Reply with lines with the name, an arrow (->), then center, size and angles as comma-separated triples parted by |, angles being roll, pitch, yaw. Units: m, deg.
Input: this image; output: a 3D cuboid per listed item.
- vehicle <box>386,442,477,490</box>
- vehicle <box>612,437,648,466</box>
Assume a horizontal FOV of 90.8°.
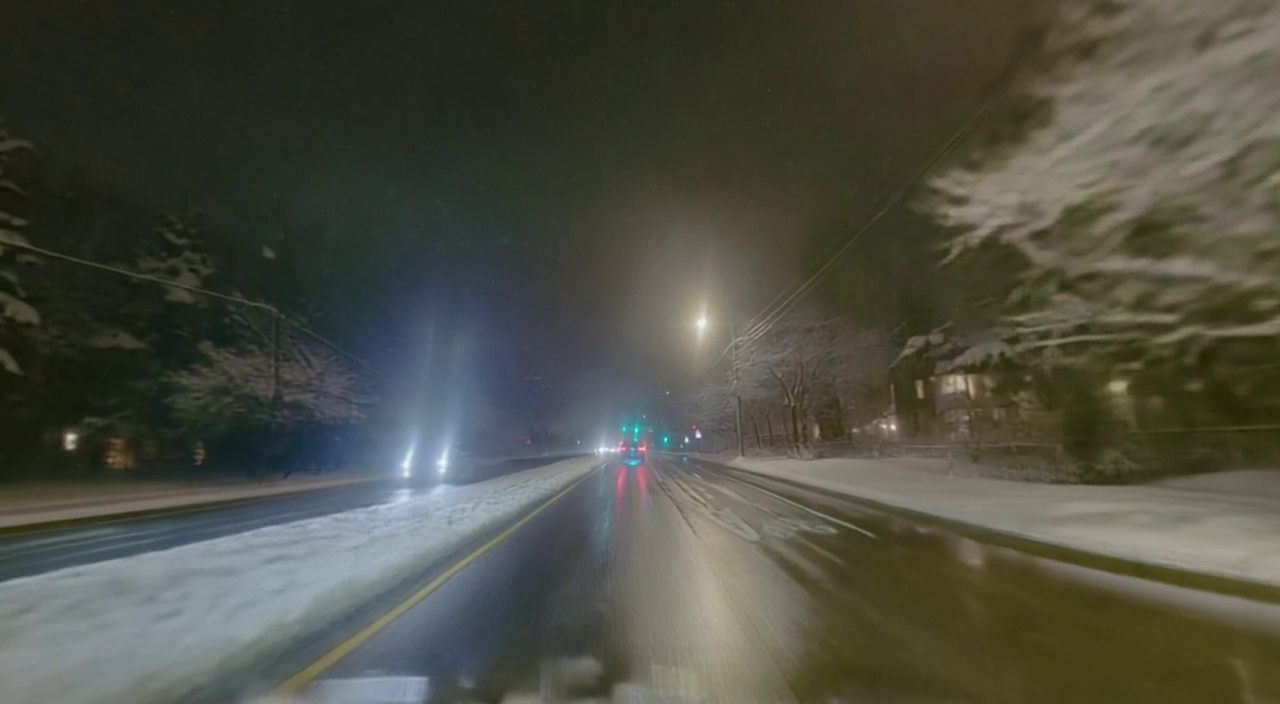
vehicle -> -7.405, 4.059, 22.873 | 1.967, 1.571, 3.853 | 0, -8, 0
vehicle -> -0.703, 6.560, 41.901 | 2.230, 1.827, 4.298 | 0, -8, -2
